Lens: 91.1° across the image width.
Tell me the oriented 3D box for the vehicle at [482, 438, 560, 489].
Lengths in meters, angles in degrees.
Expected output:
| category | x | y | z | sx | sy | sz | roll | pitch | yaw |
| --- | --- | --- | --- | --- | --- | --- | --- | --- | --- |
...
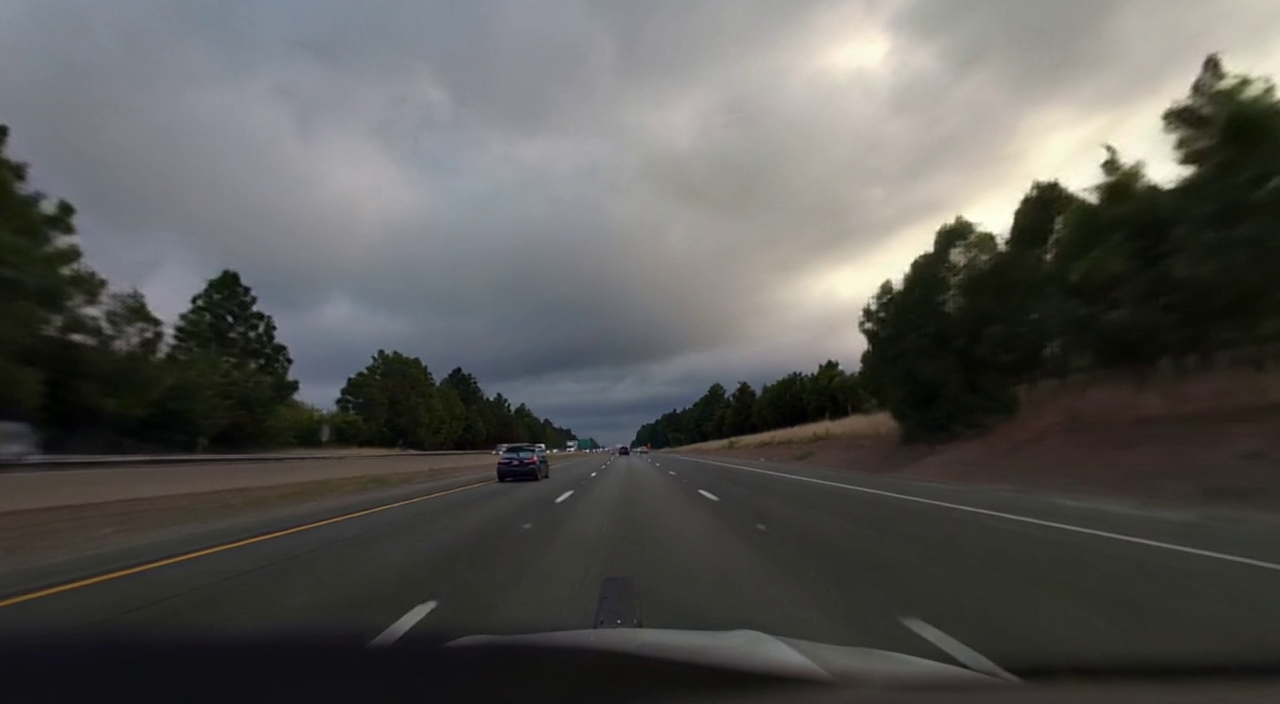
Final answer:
| category | x | y | z | sx | sy | sz | roll | pitch | yaw |
| --- | --- | --- | --- | --- | --- | --- | --- | --- | --- |
| vehicle | -4.386 | 4.164 | 23.857 | 2.111 | 1.717 | 4.426 | 0 | -9 | 0 |
